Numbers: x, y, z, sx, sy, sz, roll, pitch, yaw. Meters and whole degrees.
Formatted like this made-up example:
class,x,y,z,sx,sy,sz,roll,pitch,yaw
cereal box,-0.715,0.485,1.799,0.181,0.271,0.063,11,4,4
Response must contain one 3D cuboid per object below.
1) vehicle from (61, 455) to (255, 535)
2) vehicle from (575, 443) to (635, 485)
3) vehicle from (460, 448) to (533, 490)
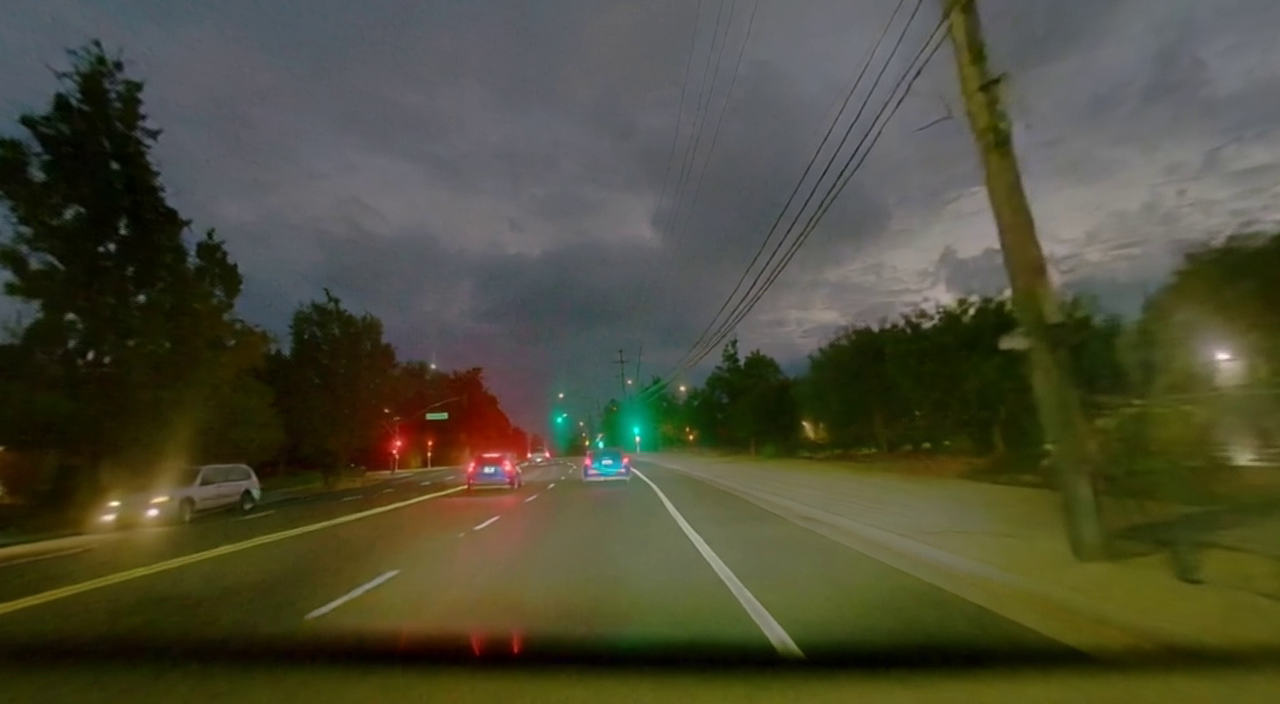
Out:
class,x,y,z,sx,sy,sz,roll,pitch,yaw
vehicle,-15.479,4.559,20.888,2.094,2.000,5.603,2,-7,-2
vehicle,-1.402,4.390,25.151,2.168,1.504,4.284,1,-9,-3
vehicle,-5.283,4.356,23.867,1.913,1.425,4.235,0,-9,-2
